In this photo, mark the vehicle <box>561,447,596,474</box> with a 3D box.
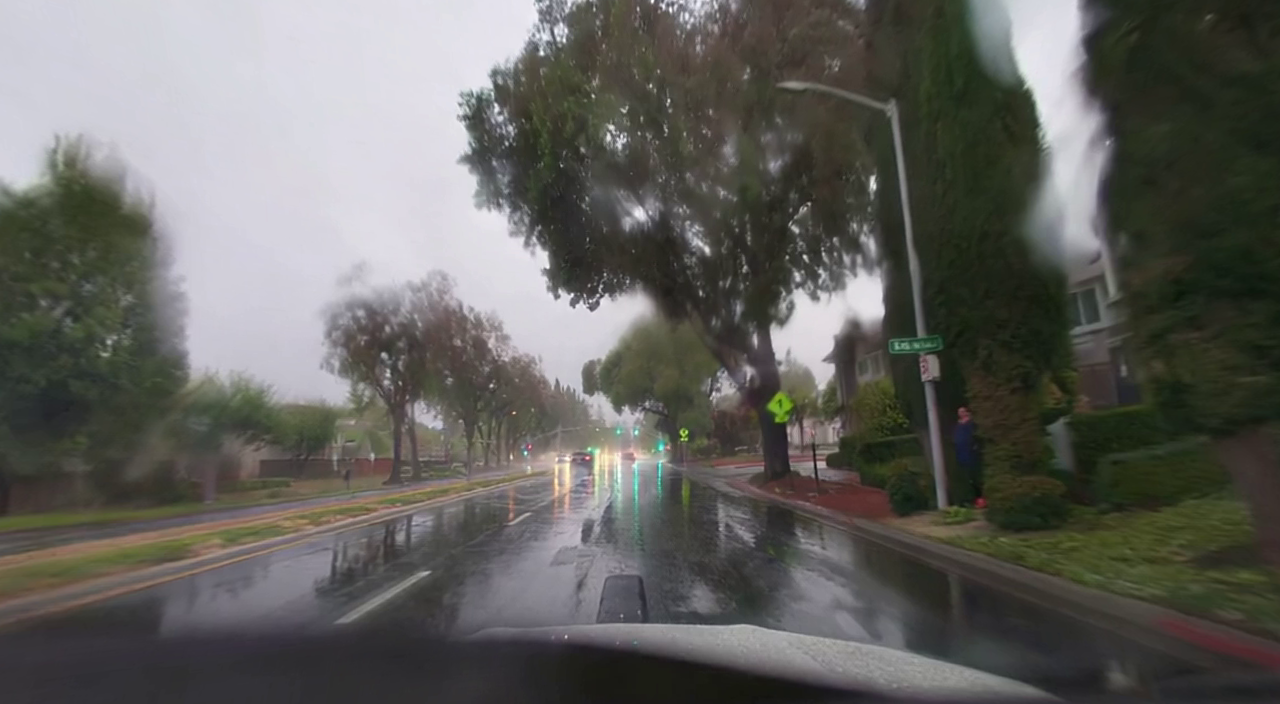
[{"bbox_3d":[-4.258,7.560,44.211,2.065,1.714,4.272,0,-9,0],"label":"vehicle"}]
